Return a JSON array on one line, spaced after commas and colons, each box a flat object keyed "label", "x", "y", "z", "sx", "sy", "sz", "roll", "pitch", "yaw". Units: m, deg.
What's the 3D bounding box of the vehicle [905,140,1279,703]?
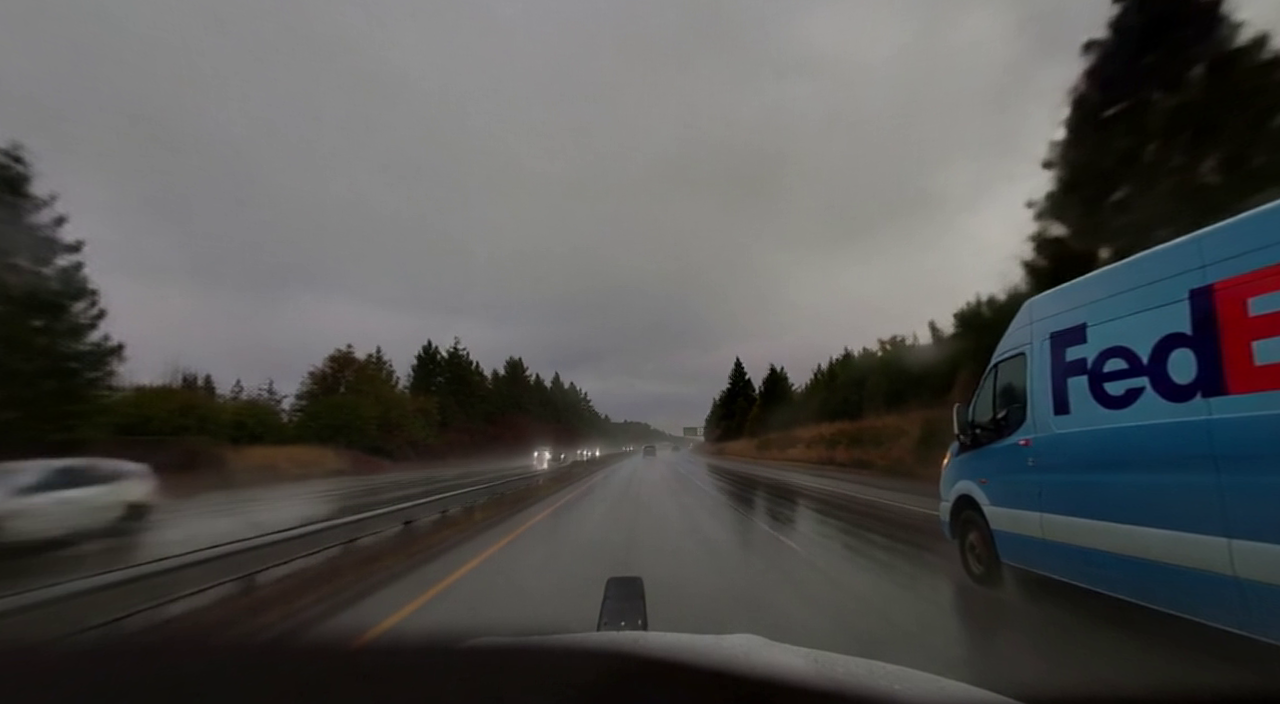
[{"label": "vehicle", "x": 3.906, "y": 0.478, "z": 3.033, "sx": 2.522, "sy": 2.556, "sz": 6.180, "roll": 0, "pitch": -9, "yaw": 0}]
